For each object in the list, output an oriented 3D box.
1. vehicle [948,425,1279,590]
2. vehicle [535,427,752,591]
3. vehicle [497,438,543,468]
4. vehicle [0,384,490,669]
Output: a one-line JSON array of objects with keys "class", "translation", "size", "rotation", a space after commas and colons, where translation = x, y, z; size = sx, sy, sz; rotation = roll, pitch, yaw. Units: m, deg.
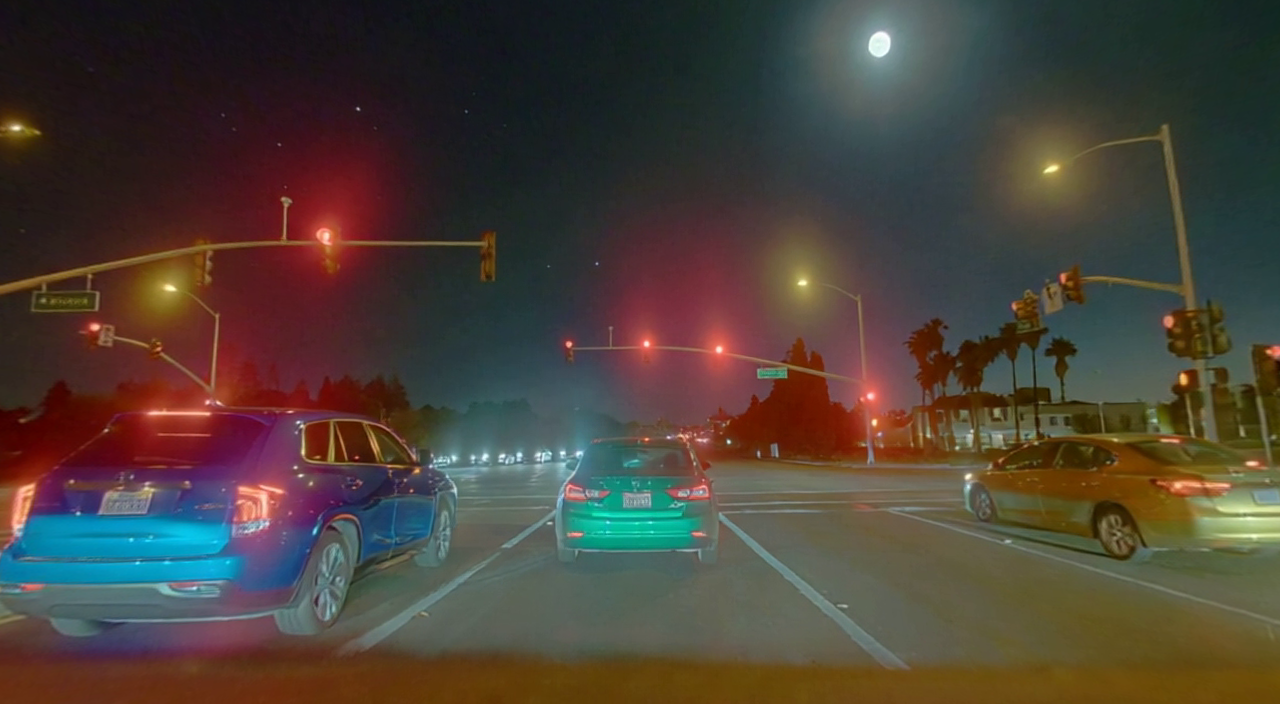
[{"class": "vehicle", "translation": [6.094, 1.759, 8.096], "size": [1.970, 1.489, 4.482], "rotation": [0, -8, -1]}, {"class": "vehicle", "translation": [0.002, 1.706, 7.727], "size": [1.942, 1.445, 3.973], "rotation": [0, -8, -1]}, {"class": "vehicle", "translation": [-7.914, 6.695, 42.079], "size": [2.130, 1.810, 4.450], "rotation": [-2, -8, 1]}, {"class": "vehicle", "translation": [-3.094, 1.365, 6.082], "size": [2.051, 1.682, 4.467], "rotation": [0, -8, 2]}]
